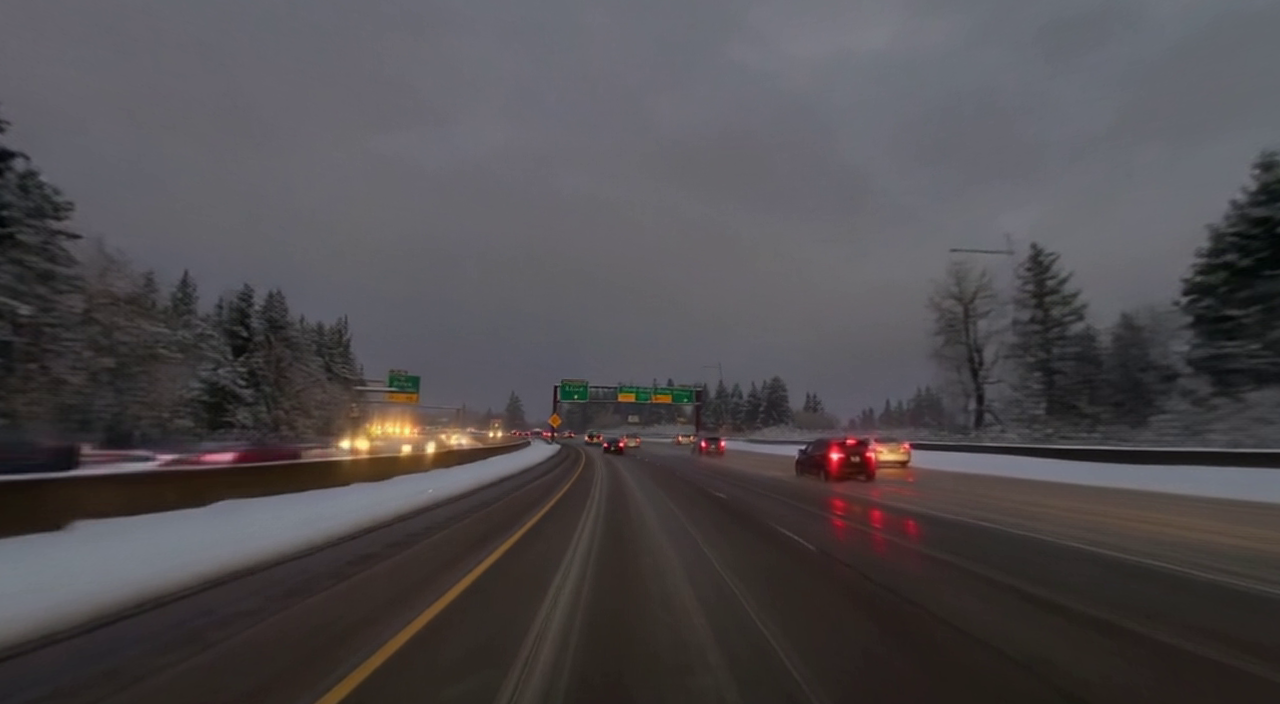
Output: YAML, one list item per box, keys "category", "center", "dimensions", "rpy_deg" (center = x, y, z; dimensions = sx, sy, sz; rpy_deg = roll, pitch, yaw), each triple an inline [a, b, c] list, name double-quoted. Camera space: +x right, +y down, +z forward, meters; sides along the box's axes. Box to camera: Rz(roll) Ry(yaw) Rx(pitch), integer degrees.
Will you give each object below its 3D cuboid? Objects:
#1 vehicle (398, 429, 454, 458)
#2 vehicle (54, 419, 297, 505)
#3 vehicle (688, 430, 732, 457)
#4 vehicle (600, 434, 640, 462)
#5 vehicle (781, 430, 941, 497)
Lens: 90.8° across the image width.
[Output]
- category: "vehicle"
  center: [-13.364, 5.779, 39.708]
  dimensions: [1.954, 1.693, 4.417]
  rpy_deg: [0, -8, 0]
- category: "vehicle"
  center: [-9.413, 2.267, 13.398]
  dimensions: [1.900, 1.491, 4.406]
  rpy_deg: [0, -8, -2]
- category: "vehicle"
  center: [4.531, 6.036, 41.643]
  dimensions: [2.094, 1.652, 3.955]
  rpy_deg: [1, -8, -5]
- category: "vehicle"
  center: [-1.230, 5.530, 36.508]
  dimensions: [2.090, 1.510, 4.280]
  rpy_deg: [1, -8, -5]
- category: "vehicle"
  center: [5.597, 2.889, 16.816]
  dimensions: [2.196, 1.494, 4.735]
  rpy_deg: [1, -8, -5]
